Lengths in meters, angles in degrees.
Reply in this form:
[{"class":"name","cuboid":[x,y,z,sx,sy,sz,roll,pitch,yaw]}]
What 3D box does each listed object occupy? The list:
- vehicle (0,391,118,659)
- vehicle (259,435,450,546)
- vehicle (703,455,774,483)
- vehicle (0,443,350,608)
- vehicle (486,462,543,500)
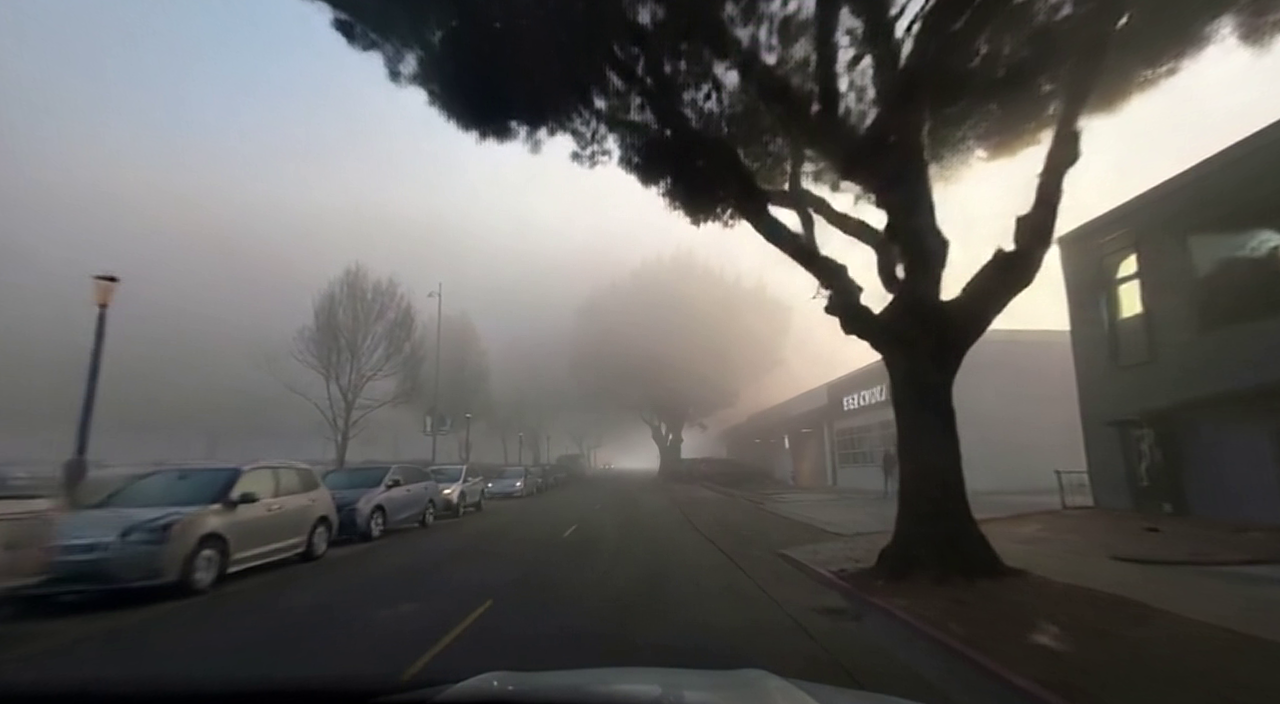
[{"class":"vehicle","cuboid":[-5.858,0.960,2.942,2.196,2.001,5.548,1,-11,-3]},{"class":"vehicle","cuboid":[-6.004,3.014,14.101,1.990,2.011,4.765,1,-11,0]},{"class":"vehicle","cuboid":[6.258,7.506,40.446,4.193,1.665,1.924,1,-11,-1]},{"class":"vehicle","cuboid":[-6.011,2.207,8.733,2.060,1.688,4.083,1,-11,-1]},{"class":"vehicle","cuboid":[-5.883,6.097,30.011,1.832,1.623,4.424,1,-11,0]}]
